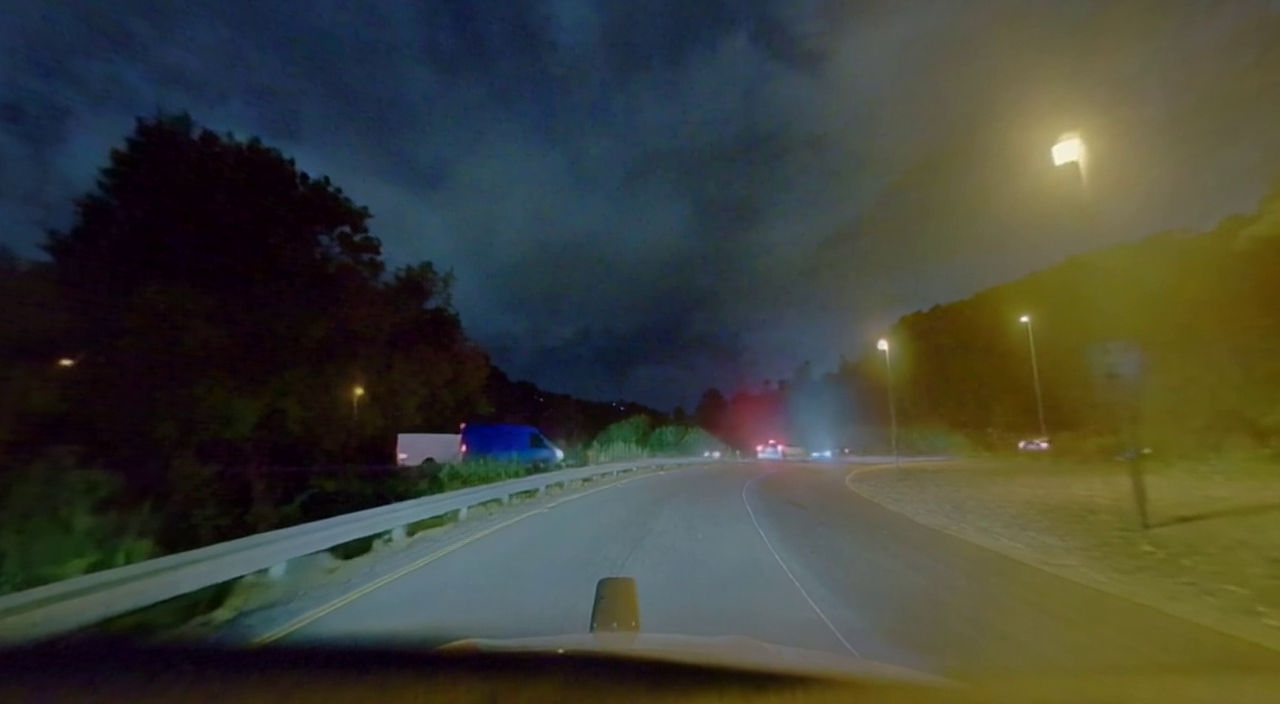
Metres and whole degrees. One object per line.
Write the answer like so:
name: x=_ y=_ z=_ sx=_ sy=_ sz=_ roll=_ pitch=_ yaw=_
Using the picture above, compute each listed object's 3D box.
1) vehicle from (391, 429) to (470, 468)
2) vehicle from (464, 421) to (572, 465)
vehicle: x=-14.220 y=6.529 z=42.766 sx=4.784 sy=2.535 sz=2.203 roll=3 pitch=-8 yaw=-22
vehicle: x=-8.645 y=6.504 z=45.003 sx=7.155 sy=2.942 sz=2.420 roll=3 pitch=-8 yaw=-23
